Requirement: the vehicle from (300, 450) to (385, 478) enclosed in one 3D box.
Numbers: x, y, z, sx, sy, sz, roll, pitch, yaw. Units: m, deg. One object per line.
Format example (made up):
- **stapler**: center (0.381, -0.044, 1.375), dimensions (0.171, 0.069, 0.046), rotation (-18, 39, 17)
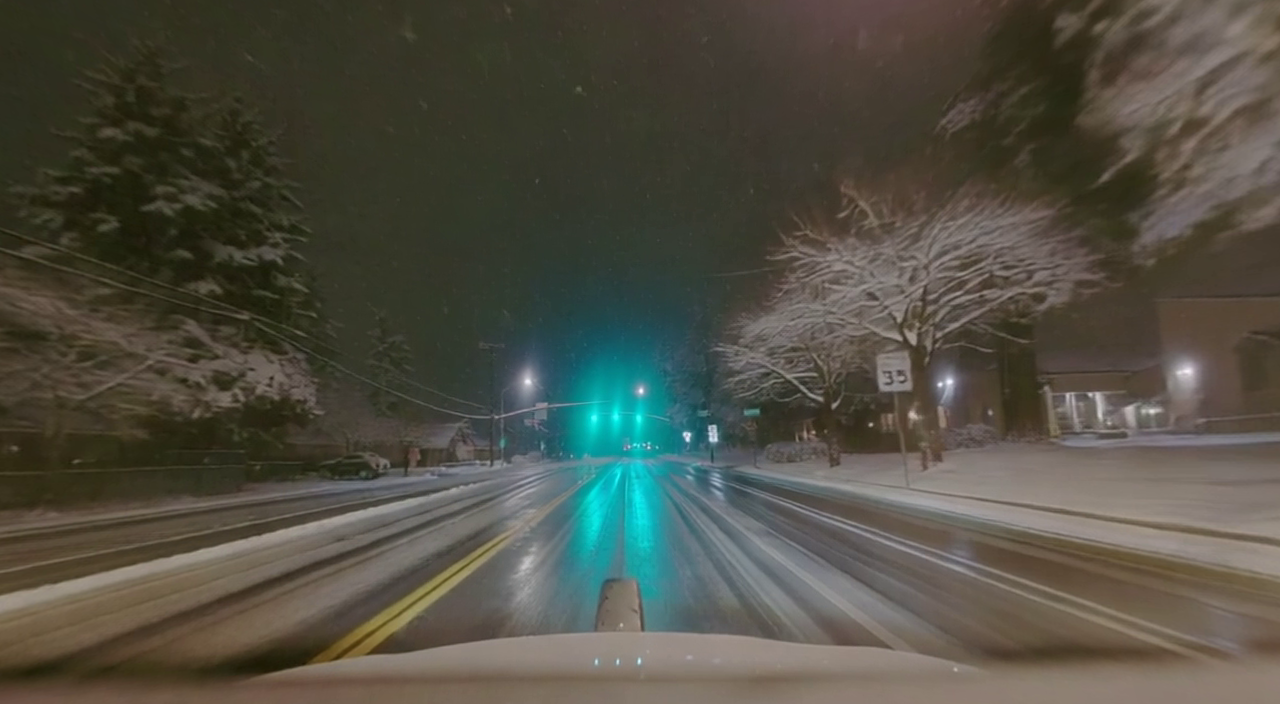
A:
- **vehicle**: center (-20.830, 7.843, 44.392), dimensions (4.849, 1.899, 2.063), rotation (1, -9, -5)
